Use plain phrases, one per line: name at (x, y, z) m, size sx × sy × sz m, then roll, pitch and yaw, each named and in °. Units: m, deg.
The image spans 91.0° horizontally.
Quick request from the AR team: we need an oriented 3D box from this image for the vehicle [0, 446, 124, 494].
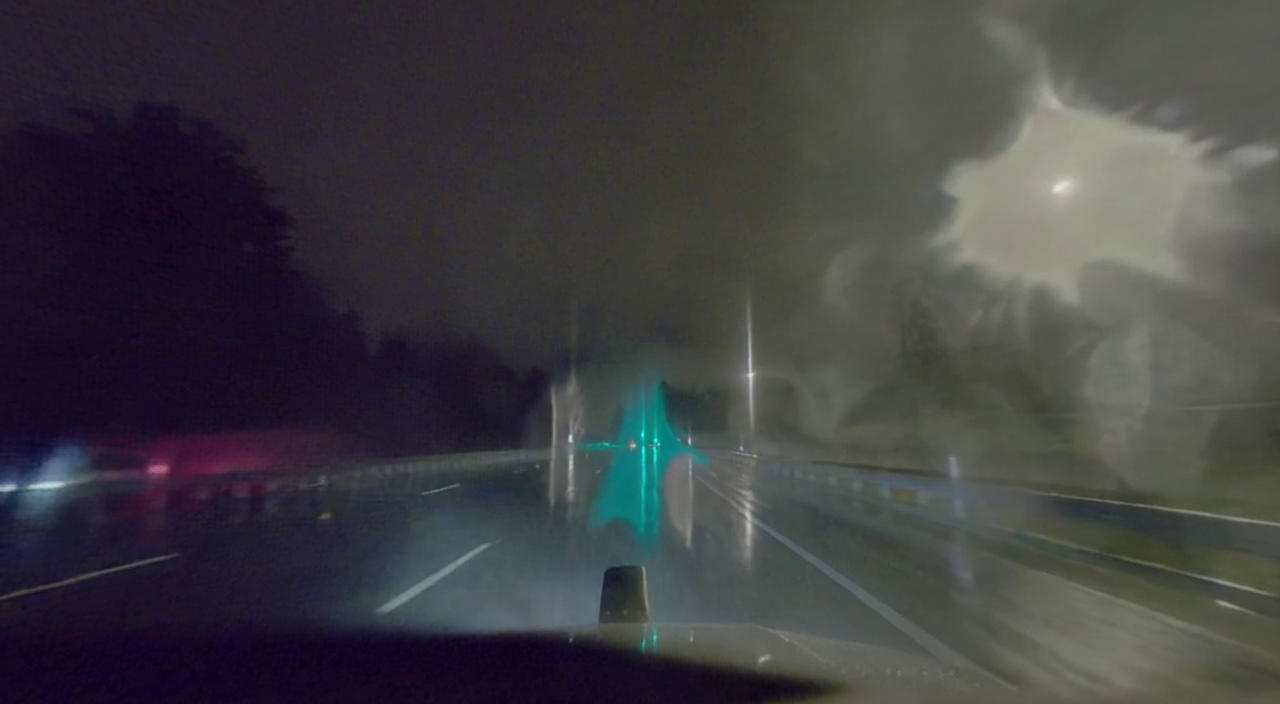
vehicle at (-22.469, 4.348, 23.729) m, size 1.956 × 1.580 × 4.639 m, roll 0°, pitch -8°, yaw 1°
